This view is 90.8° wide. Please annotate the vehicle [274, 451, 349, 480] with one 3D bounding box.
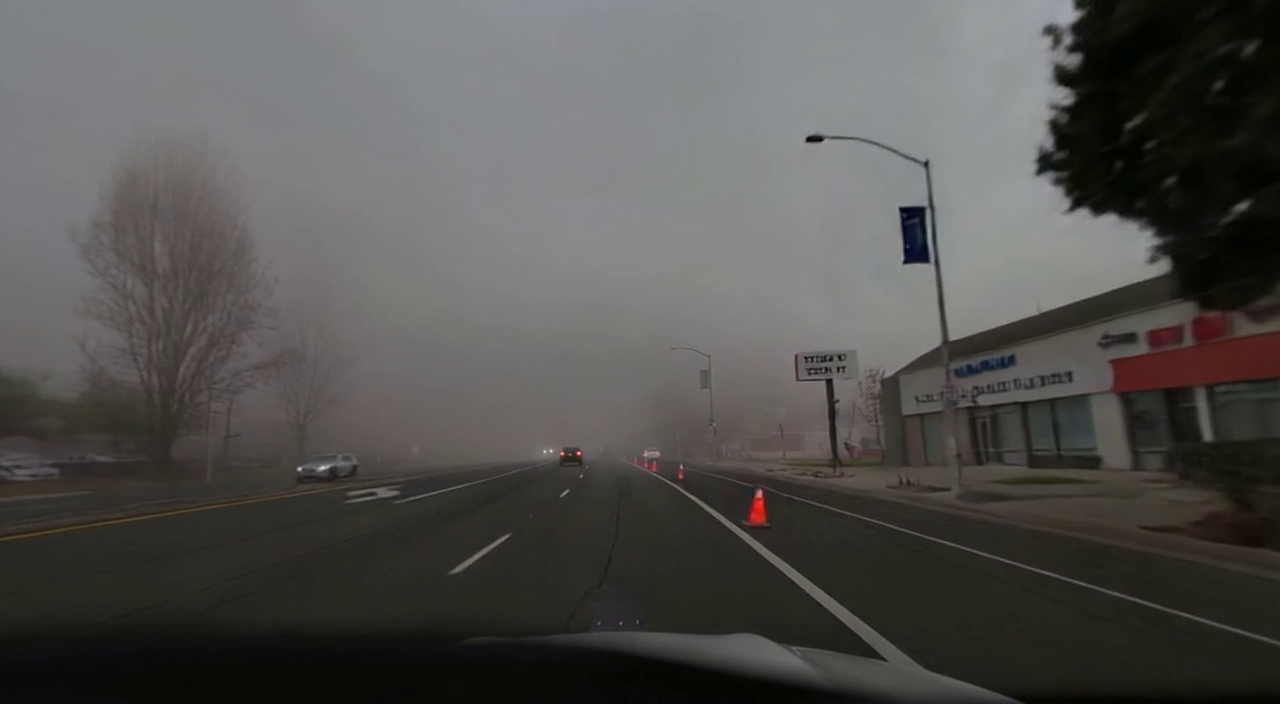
[{"bbox_3d":[-18.076,6.240,35.001,1.866,1.477,4.445,0,-9,-1],"label":"vehicle"}]
